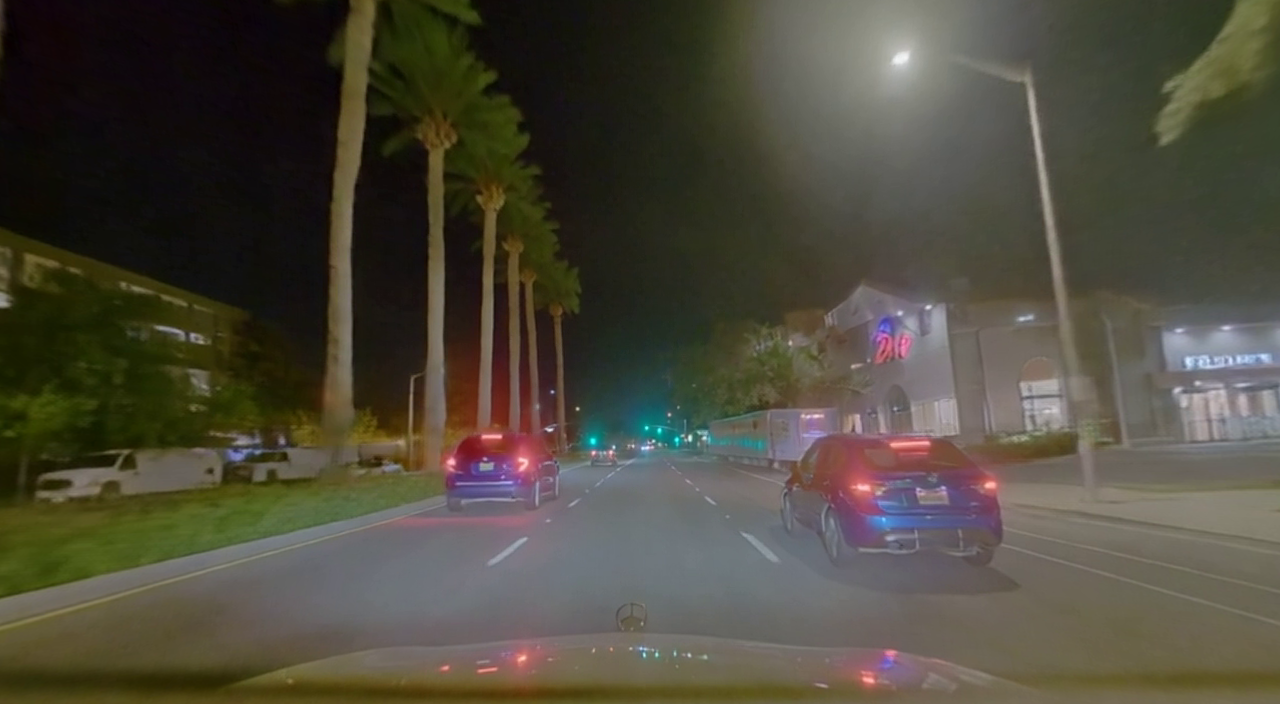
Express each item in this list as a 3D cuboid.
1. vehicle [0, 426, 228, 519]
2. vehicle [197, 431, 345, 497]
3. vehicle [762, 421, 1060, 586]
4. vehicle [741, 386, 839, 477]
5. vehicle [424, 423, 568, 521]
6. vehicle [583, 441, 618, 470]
[{"bbox_3d":[-21.653,4.885,26.479,2.989,3.225,8.285,0,-9,1],"label":"vehicle"},{"bbox_3d":[-21.411,6.538,37.508,3.030,3.354,9.135,-1,-9,2],"label":"vehicle"},{"bbox_3d":[2.944,1.729,8.028,1.946,1.513,4.133,0,-8,0],"label":"vehicle"},{"bbox_3d":[7.225,4.076,31.805,2.902,3.992,8.073,0,-8,0],"label":"vehicle"},{"bbox_3d":[-2.950,2.578,14.053,2.058,1.804,4.391,-1,-8,1],"label":"vehicle"},{"bbox_3d":[-2.495,6.703,40.892,1.998,1.743,4.402,0,-8,0],"label":"vehicle"}]
